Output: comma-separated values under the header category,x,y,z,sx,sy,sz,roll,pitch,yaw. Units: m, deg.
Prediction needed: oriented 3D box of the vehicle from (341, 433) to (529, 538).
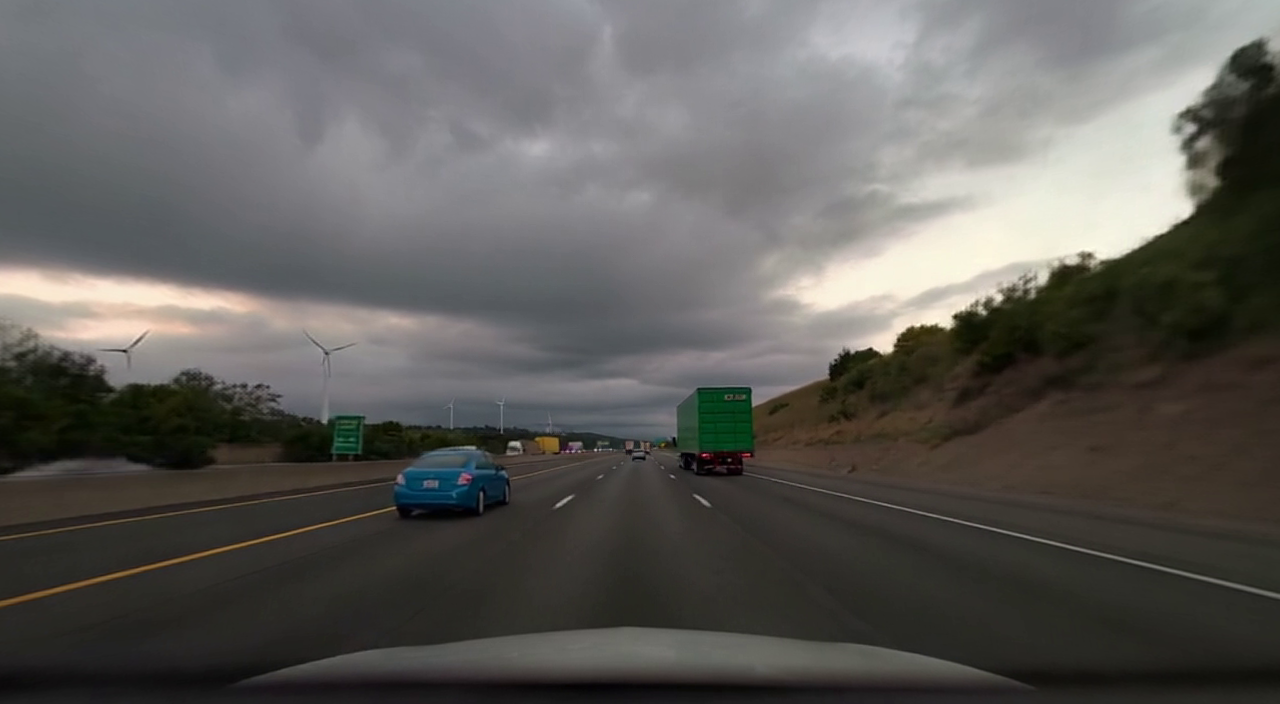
category,x,y,z,sx,sy,sz,roll,pitch,yaw
vehicle,-3.352,2.265,11.299,1.952,1.521,4.095,0,-9,0

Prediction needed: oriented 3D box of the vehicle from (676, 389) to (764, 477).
category,x,y,z,sx,sy,sz,roll,pitch,yaw
vehicle,4.009,4.703,35.466,2.947,3.989,13.568,0,-9,-1

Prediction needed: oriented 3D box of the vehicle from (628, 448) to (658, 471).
category,x,y,z,sx,sy,sz,roll,pitch,yaw
vehicle,0.166,7.099,41.951,1.931,1.453,3.695,0,-9,-1

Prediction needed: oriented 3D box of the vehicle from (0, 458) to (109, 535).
category,x,y,z,sx,sy,sz,roll,pitch,yaw
vehicle,-12.835,2.782,12.260,1.777,1.394,3.724,0,-9,-1
